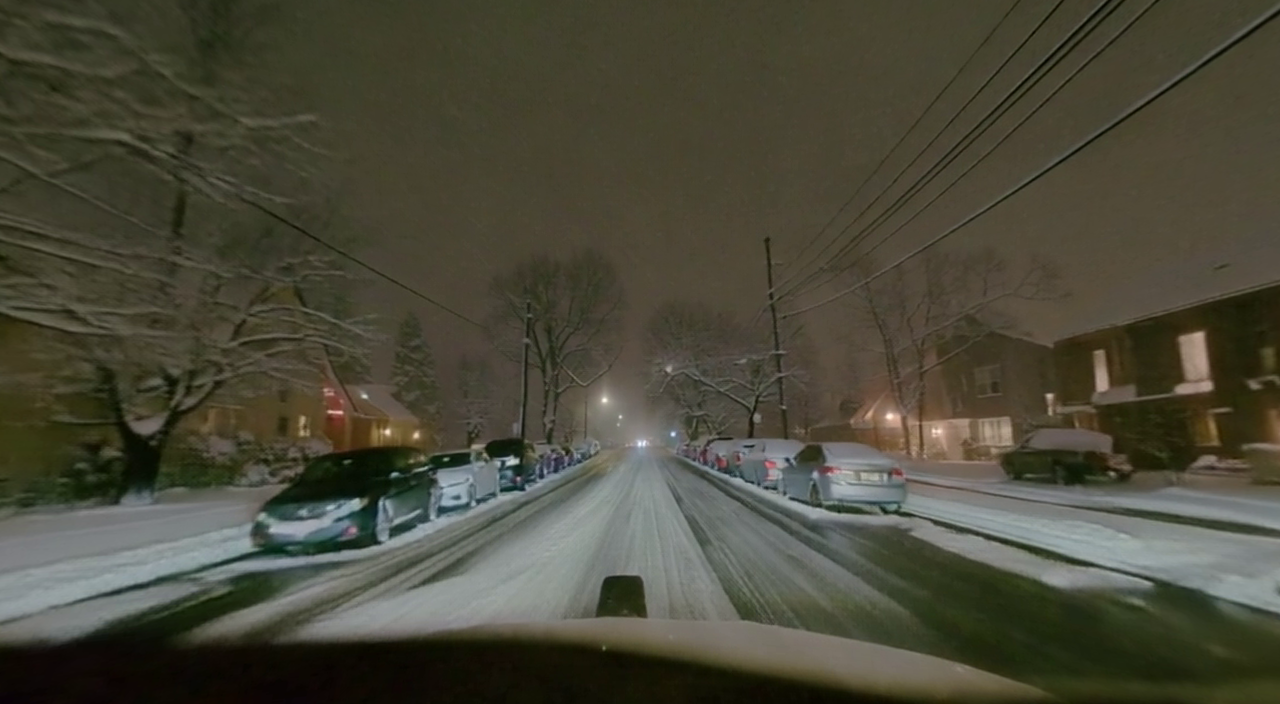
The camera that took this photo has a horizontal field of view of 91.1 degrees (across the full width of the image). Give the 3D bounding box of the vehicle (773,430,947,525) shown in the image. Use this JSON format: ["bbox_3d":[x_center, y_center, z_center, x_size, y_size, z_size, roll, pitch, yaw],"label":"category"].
[{"bbox_3d":[4.074,2.380,12.531,1.862,1.525,4.421,0,-8,0],"label":"vehicle"}]

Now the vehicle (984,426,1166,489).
[{"bbox_3d":[11.185,2.747,16.575,1.968,1.446,3.961,0,-8,0],"label":"vehicle"}]

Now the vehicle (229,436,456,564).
[{"bbox_3d":[-4.547,2.242,10.423,1.870,1.562,4.212,-3,-8,-2],"label":"vehicle"}]

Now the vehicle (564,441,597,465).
[{"bbox_3d":[-4.341,7.414,46.369,2.013,1.645,4.318,0,-8,0],"label":"vehicle"}]
